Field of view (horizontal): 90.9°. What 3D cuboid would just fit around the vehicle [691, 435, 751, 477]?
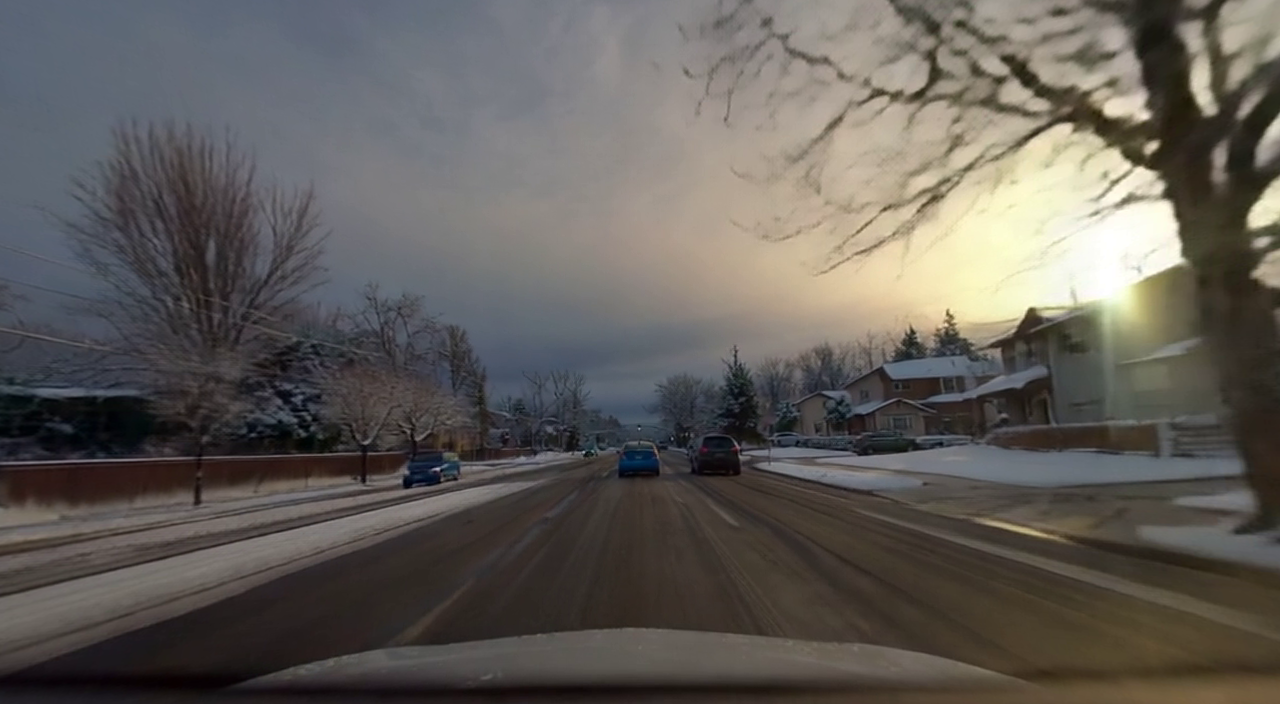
[{"bbox_3d":[3.478,4.578,28.007,2.024,1.711,4.512,0,-8,-1],"label":"vehicle"}]

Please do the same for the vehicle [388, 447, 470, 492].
[{"bbox_3d":[-9.526,5.287,28.887,2.101,1.703,4.481,-5,-9,1],"label":"vehicle"}]

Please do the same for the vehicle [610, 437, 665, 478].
[{"bbox_3d":[-0.124,4.585,27.601,2.200,1.653,4.127,0,-8,0],"label":"vehicle"}]

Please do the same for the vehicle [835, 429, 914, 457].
[{"bbox_3d":[15.337,5.997,41.376,4.378,1.754,2.007,1,-9,1],"label":"vehicle"}]
